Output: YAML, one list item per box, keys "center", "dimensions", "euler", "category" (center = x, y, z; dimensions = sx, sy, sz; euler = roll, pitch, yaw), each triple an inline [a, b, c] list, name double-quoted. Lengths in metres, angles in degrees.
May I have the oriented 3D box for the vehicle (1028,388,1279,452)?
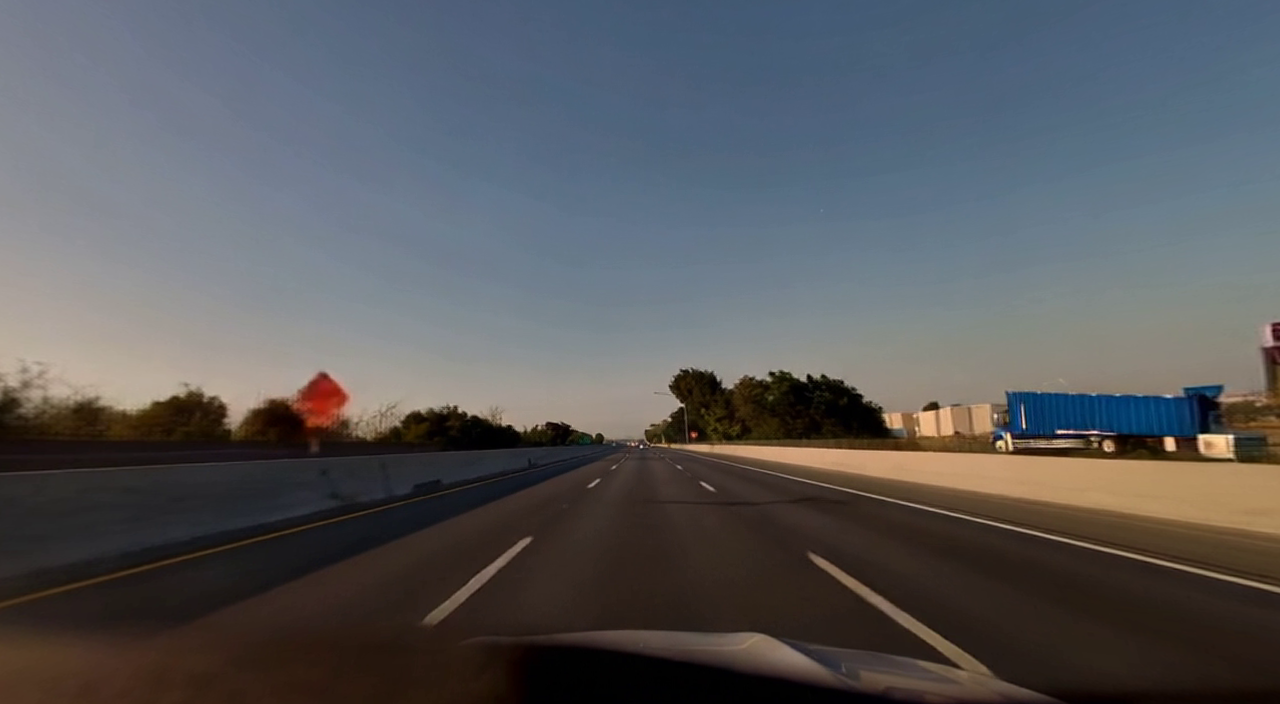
- center: [36.872, 5.170, 45.757]
  dimensions: [2.836, 4.027, 14.280]
  euler: [8, -11, -43]
  category: "vehicle"
